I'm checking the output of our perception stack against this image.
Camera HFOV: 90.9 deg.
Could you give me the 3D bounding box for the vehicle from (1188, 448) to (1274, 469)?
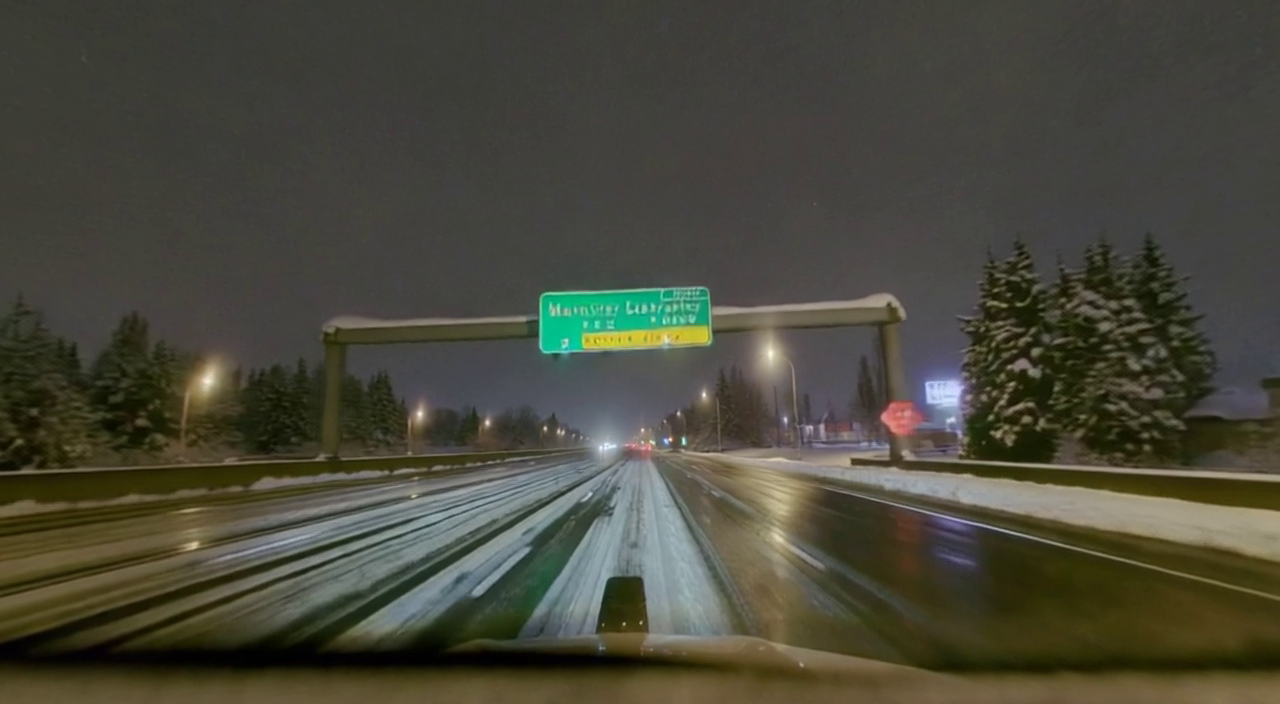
[{"bbox_3d":[42.321,7.626,45.237,1.691,1.370,4.014,4,-10,-27],"label":"vehicle"}]
